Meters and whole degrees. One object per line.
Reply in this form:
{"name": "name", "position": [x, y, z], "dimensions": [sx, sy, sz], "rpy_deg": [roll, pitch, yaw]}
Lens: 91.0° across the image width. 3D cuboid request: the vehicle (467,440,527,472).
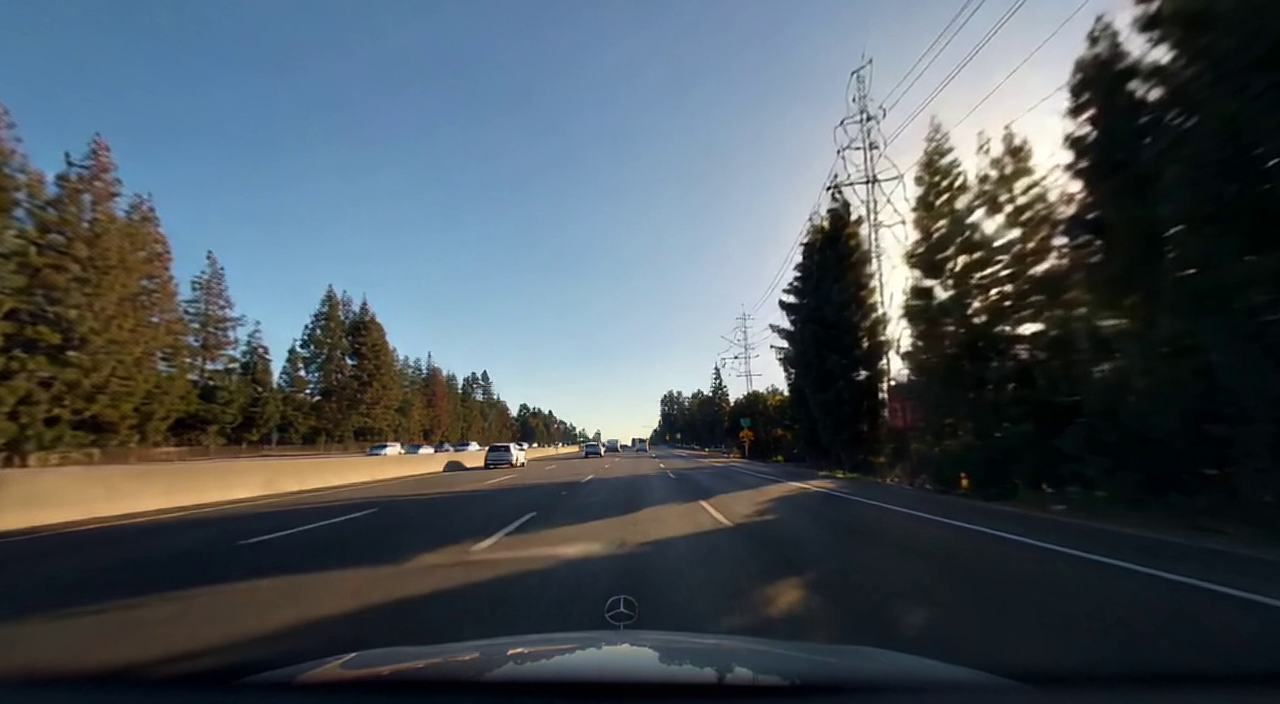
{"name": "vehicle", "position": [-7.427, 5.480, 33.224], "dimensions": [2.034, 1.563, 4.476], "rpy_deg": [0, -9, 1]}
